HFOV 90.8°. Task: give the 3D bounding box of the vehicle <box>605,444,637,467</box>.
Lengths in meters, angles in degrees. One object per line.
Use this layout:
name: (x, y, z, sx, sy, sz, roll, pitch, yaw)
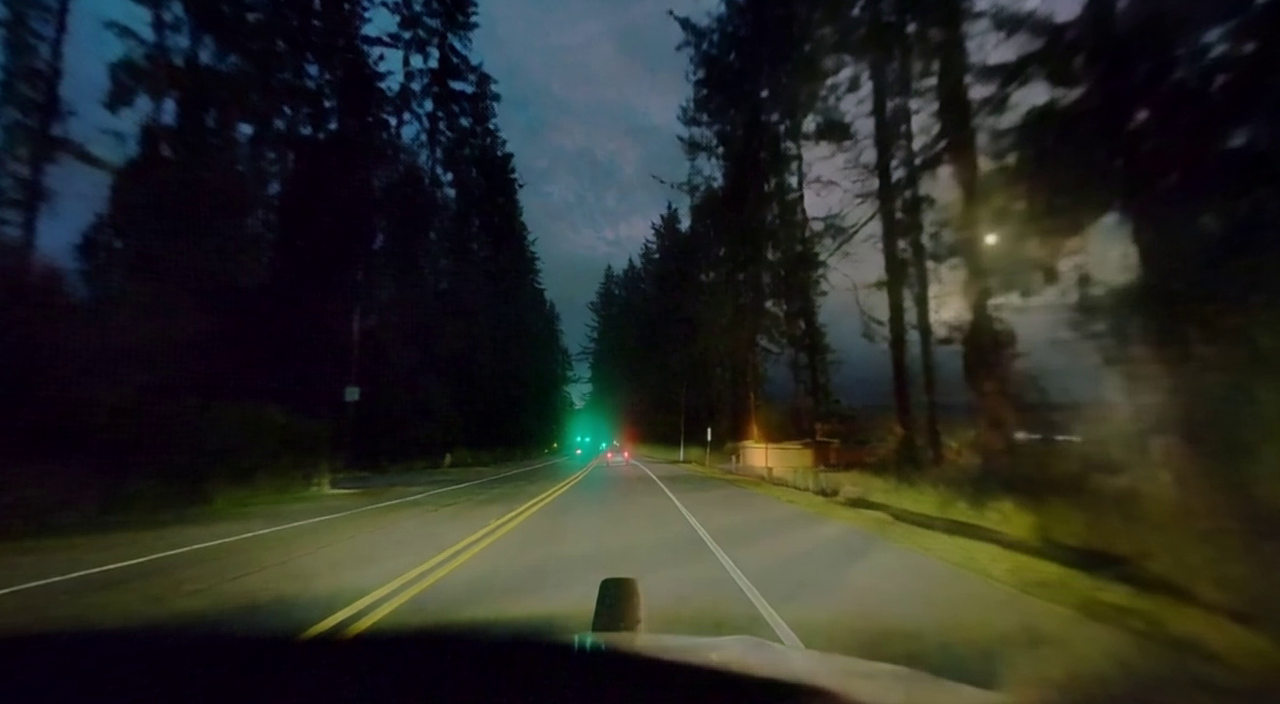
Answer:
vehicle: (-1.269, 6.845, 41.916, 2.042, 1.489, 3.963, 1, -9, -2)
